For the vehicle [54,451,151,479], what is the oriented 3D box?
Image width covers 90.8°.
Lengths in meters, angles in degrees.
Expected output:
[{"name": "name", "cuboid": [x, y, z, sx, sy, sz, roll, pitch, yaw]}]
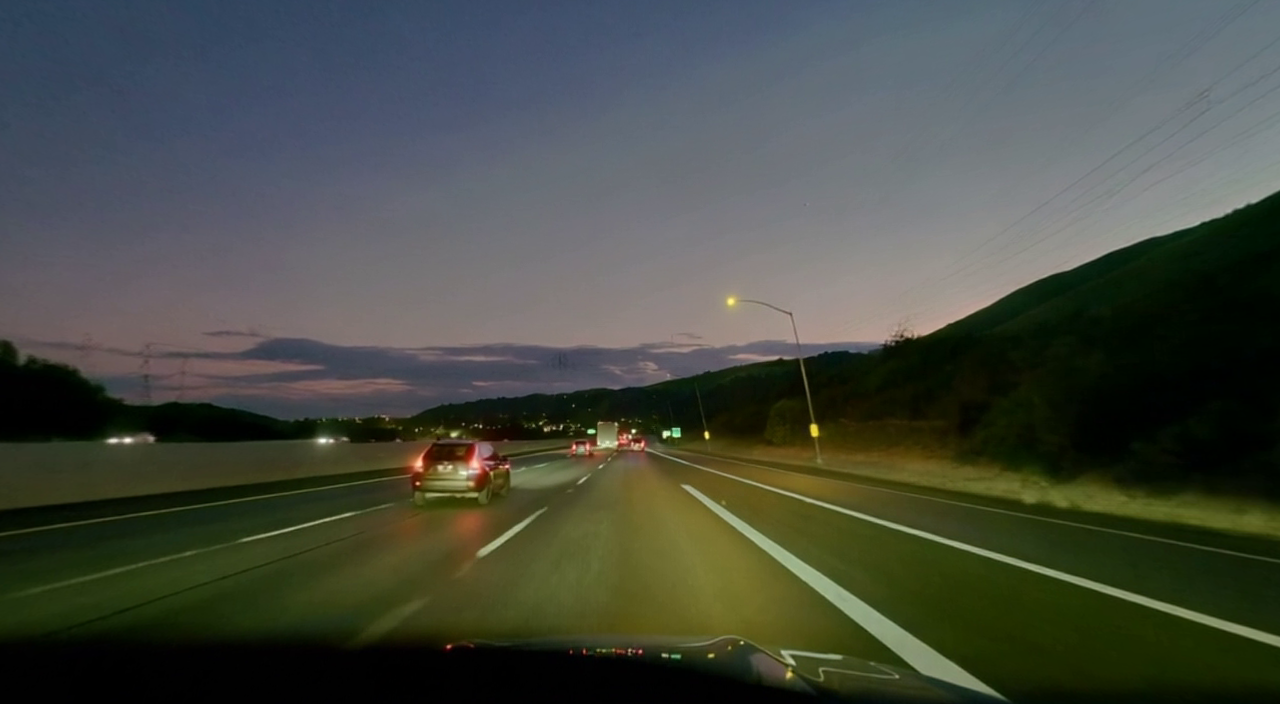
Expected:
[{"name": "vehicle", "cuboid": [-29.891, 6.261, 35.295, 1.916, 1.471, 3.905, 0, -9, 1]}]

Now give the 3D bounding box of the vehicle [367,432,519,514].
[{"name": "vehicle", "cuboid": [-4.121, 2.610, 14.116, 1.963, 1.533, 4.477, 0, -9, 0]}]

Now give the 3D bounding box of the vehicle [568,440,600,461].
[{"name": "vehicle", "cuboid": [-4.136, 7.339, 47.163, 2.038, 1.533, 4.103, 0, -9, -1]}]
